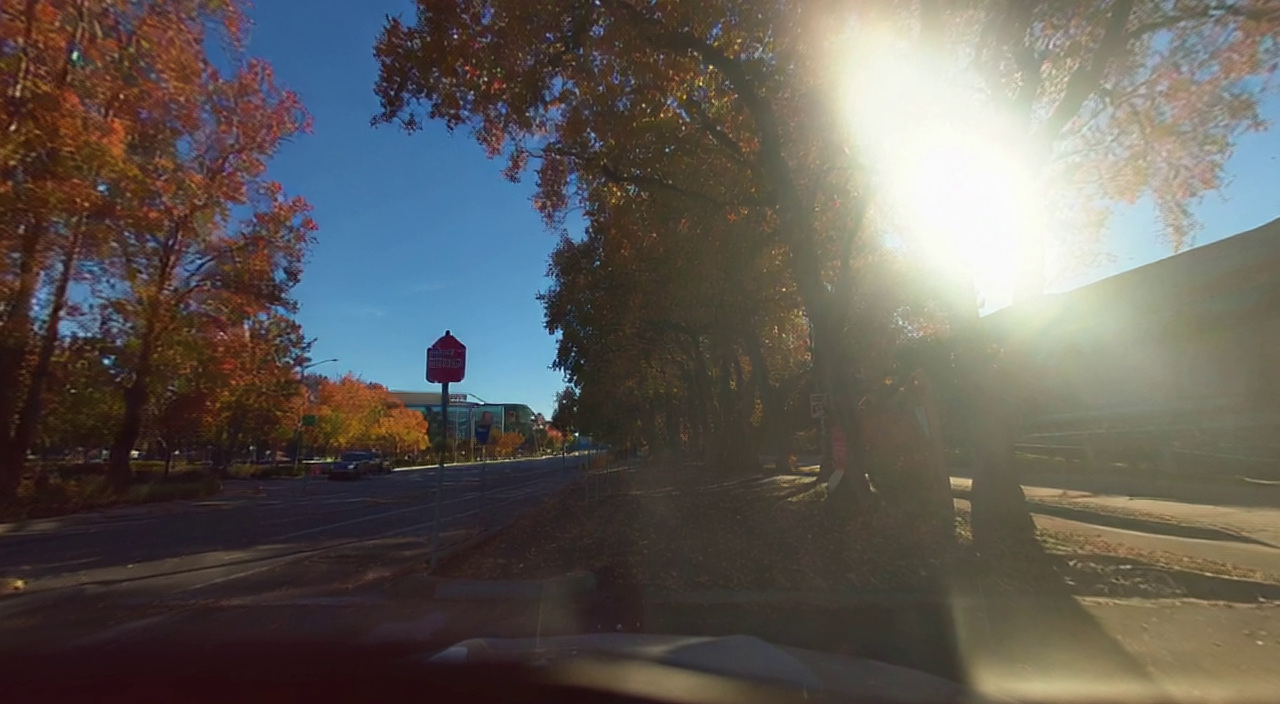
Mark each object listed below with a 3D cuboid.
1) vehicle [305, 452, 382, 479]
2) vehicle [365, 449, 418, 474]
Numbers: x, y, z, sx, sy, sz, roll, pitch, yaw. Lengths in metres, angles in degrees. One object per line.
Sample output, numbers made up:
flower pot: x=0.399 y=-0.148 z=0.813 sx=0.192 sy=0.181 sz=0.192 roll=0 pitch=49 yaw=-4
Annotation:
vehicle: x=-19.589 y=7.460 z=41.782 sx=1.907 sy=1.644 sz=4.410 roll=-3 pitch=-9 yaw=21
vehicle: x=-18.017 y=7.902 z=45.780 sx=1.902 sy=1.720 sz=3.248 roll=-3 pitch=-9 yaw=18
